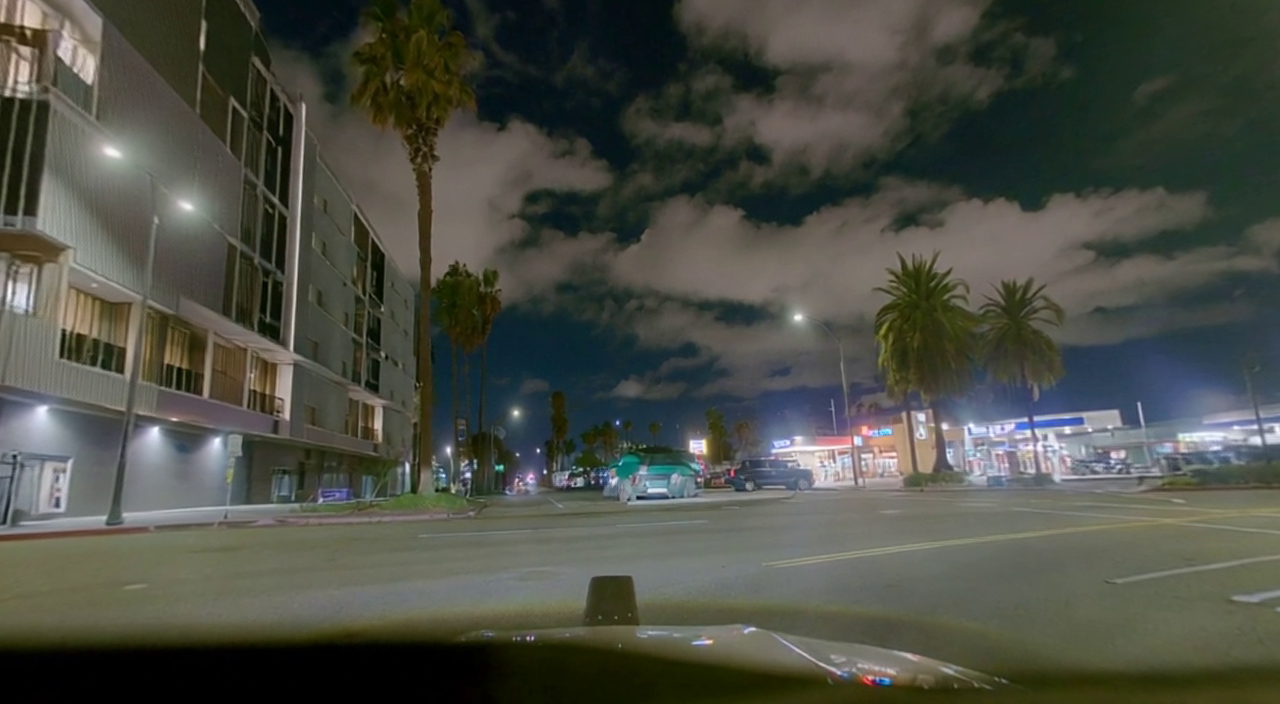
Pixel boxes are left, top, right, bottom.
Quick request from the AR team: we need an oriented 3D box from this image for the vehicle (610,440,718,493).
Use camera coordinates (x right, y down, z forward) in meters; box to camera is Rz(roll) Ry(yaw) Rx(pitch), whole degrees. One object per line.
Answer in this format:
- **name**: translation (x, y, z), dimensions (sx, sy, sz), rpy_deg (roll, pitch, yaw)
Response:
- **vehicle**: translation (1.361, 6.505, 35.873), dimensions (5.524, 2.504, 2.196), rpy_deg (8, -7, -22)

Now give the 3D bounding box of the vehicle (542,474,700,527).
- **vehicle**: translation (-0.566, 4.689, 20.291), dimensions (4.782, 1.371, 1.763), rpy_deg (4, -10, -27)

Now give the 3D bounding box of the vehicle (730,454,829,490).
- **vehicle**: translation (10.301, 8.760, 46.377), dimensions (7.026, 2.329, 2.545), rpy_deg (5, -7, -25)
